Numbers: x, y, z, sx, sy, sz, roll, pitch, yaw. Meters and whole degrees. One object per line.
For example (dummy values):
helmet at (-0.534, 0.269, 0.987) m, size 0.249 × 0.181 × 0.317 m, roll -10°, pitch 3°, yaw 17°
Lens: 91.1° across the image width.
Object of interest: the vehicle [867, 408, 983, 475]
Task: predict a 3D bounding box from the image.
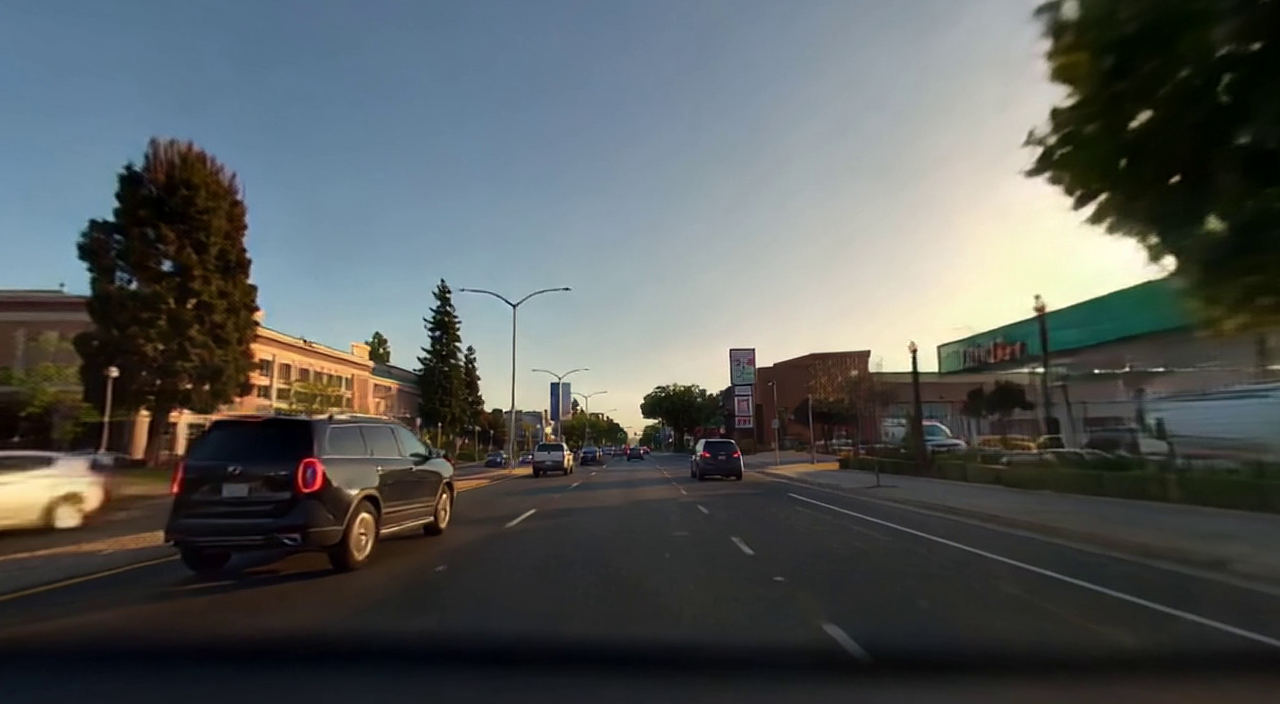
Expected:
vehicle at (15.704, 5.103, 35.467) m, size 2.642 × 3.252 × 8.515 m, roll 0°, pitch -9°, yaw 1°

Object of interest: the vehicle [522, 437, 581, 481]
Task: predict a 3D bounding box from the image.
vehicle at (-3.829, 4.723, 27.927) m, size 2.014 × 1.775 × 4.404 m, roll 0°, pitch -9°, yaw 0°

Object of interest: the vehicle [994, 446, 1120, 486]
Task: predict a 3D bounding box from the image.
vehicle at (16.669, 4.502, 25.069) m, size 4.701 × 1.470 × 1.985 m, roll 4°, pitch -10°, yaw -27°

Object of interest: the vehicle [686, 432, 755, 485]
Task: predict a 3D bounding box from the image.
vehicle at (3.082, 4.193, 24.950) m, size 2.024 × 1.921 × 4.431 m, roll 0°, pitch -9°, yaw -2°

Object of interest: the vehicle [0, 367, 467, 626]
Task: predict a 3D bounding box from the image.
vehicle at (-3.769, 1.432, 7.168) m, size 2.210 × 1.925 × 4.838 m, roll 0°, pitch -9°, yaw 0°

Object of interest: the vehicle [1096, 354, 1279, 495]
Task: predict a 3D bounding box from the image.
vehicle at (15.758, 1.988, 15.791) m, size 2.919 × 3.125 × 7.218 m, roll 2°, pitch -11°, yaw -1°
